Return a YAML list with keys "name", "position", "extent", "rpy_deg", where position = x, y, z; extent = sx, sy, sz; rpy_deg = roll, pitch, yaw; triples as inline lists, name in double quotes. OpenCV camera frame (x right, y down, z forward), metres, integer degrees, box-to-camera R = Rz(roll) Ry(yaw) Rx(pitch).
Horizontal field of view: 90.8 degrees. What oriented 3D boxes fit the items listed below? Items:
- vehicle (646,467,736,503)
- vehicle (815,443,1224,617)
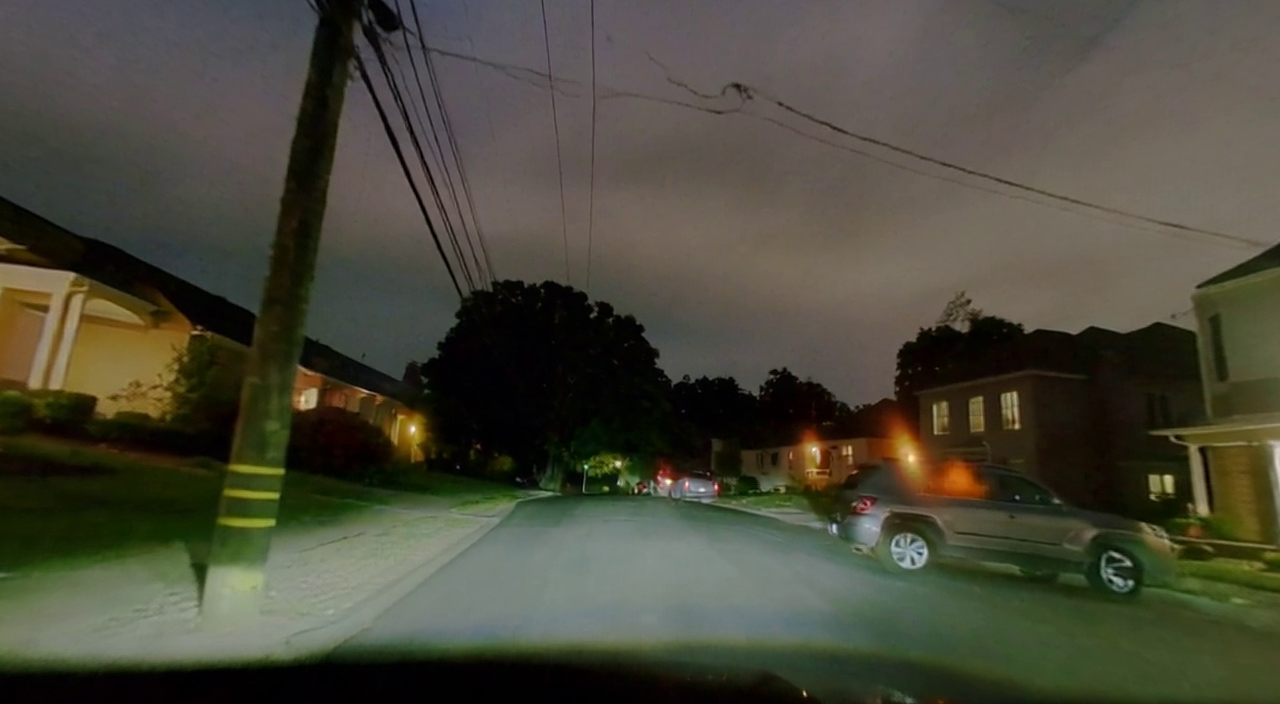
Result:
- name: "vehicle"
  position: [2.638, 7.023, 33.478]
  extent: [4.413, 1.728, 1.869]
  rpy_deg: [1, -9, -9]
- name: "vehicle"
  position: [5.082, 2.389, 8.992]
  extent: [4.501, 1.678, 2.078]
  rpy_deg: [6, -9, 0]
